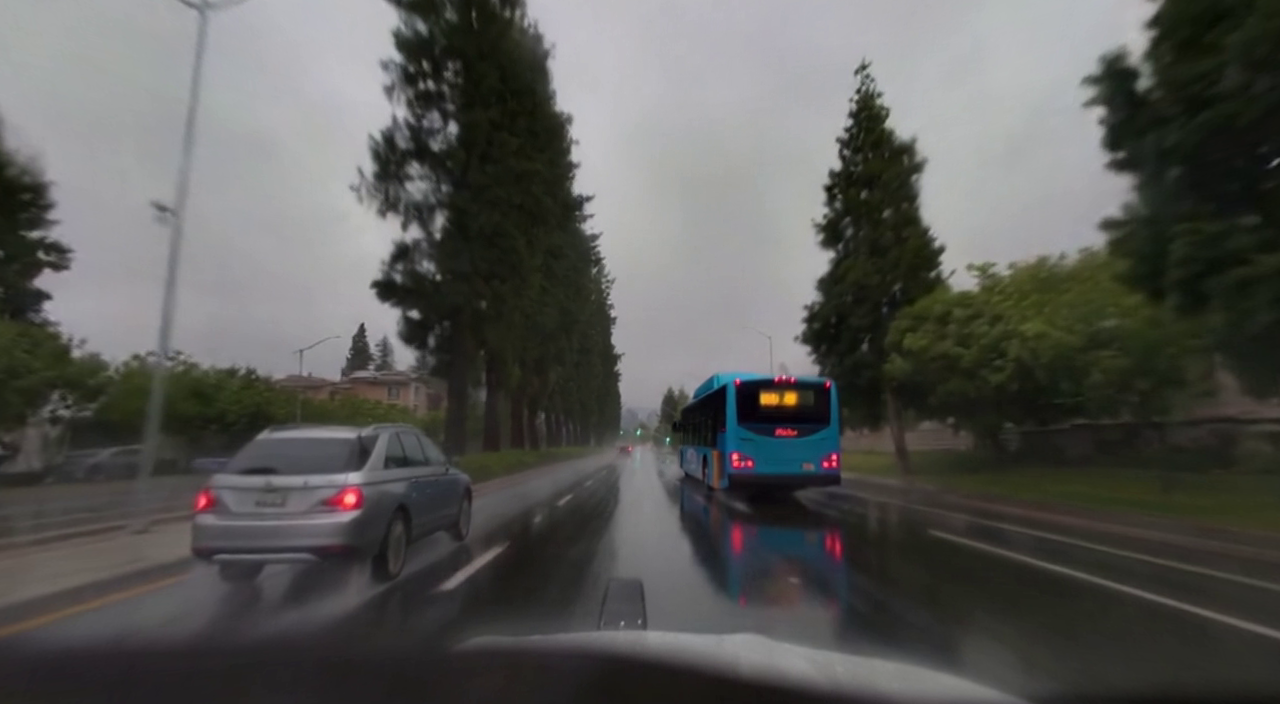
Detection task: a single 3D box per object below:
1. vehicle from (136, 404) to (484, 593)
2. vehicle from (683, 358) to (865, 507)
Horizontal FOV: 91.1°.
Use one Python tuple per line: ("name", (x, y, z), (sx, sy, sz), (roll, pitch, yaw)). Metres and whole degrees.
("vehicle", (-3.696, 1.713, 8.209), (2.111, 1.767, 4.333), (0, -8, 1))
("vehicle", (3.393, 2.703, 20.306), (3.072, 3.278, 12.747), (0, -8, 0))
